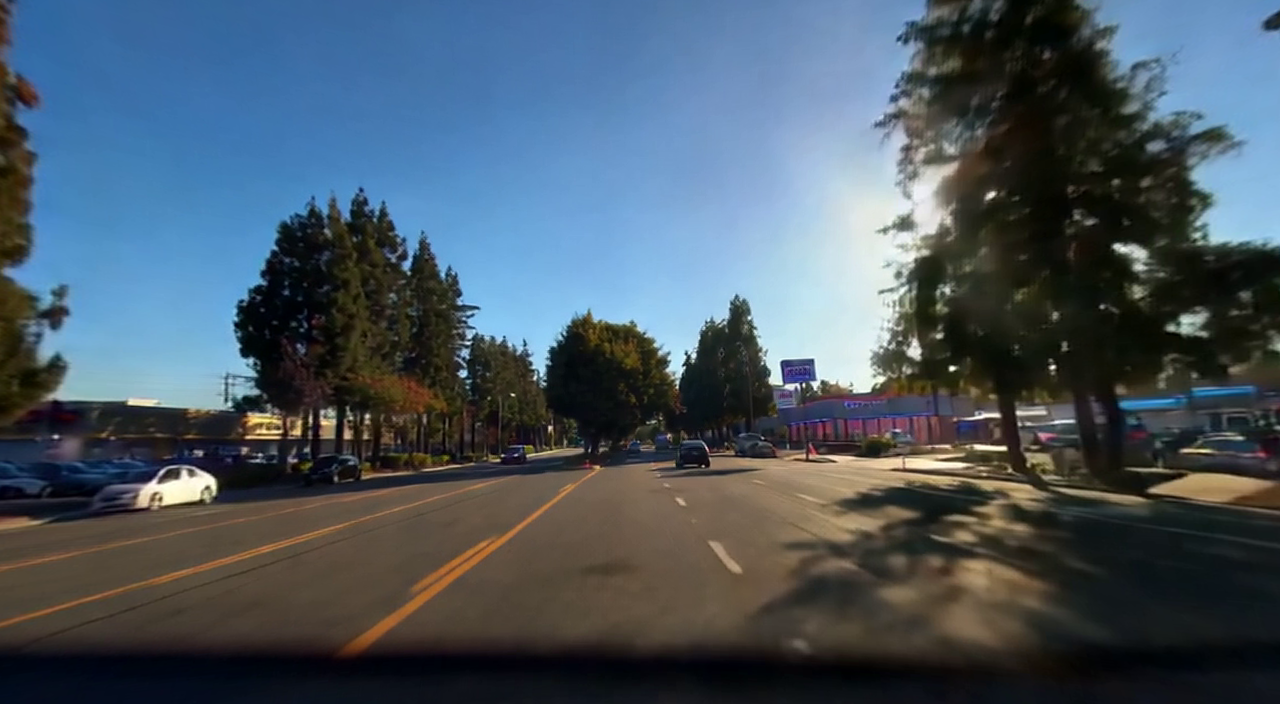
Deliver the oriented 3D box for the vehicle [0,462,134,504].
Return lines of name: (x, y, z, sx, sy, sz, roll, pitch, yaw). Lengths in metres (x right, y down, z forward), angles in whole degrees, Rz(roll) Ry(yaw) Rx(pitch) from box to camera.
vehicle: (-24.057, 5.418, 26.451, 1.831, 1.452, 4.727, 0, -9, -1)

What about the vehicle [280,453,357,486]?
vehicle: (-18.153, 6.625, 35.924, 2.045, 1.727, 4.503, 0, -9, -1)

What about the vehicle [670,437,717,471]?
vehicle: (2.680, 5.256, 32.776, 1.957, 1.643, 4.226, 0, -9, -2)

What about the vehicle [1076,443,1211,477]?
vehicle: (23.172, 4.971, 29.239, 1.777, 1.432, 4.487, 7, -11, -37)

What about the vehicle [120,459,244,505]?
vehicle: (-17.990, 5.088, 25.111, 1.858, 1.600, 4.118, 0, -9, -1)

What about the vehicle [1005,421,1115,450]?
vehicle: (30.328, 6.112, 45.821, 2.102, 1.965, 6.159, 7, -11, -37)

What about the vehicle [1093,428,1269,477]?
vehicle: (25.814, 4.809, 30.454, 2.185, 2.098, 5.912, 6, -11, -36)
